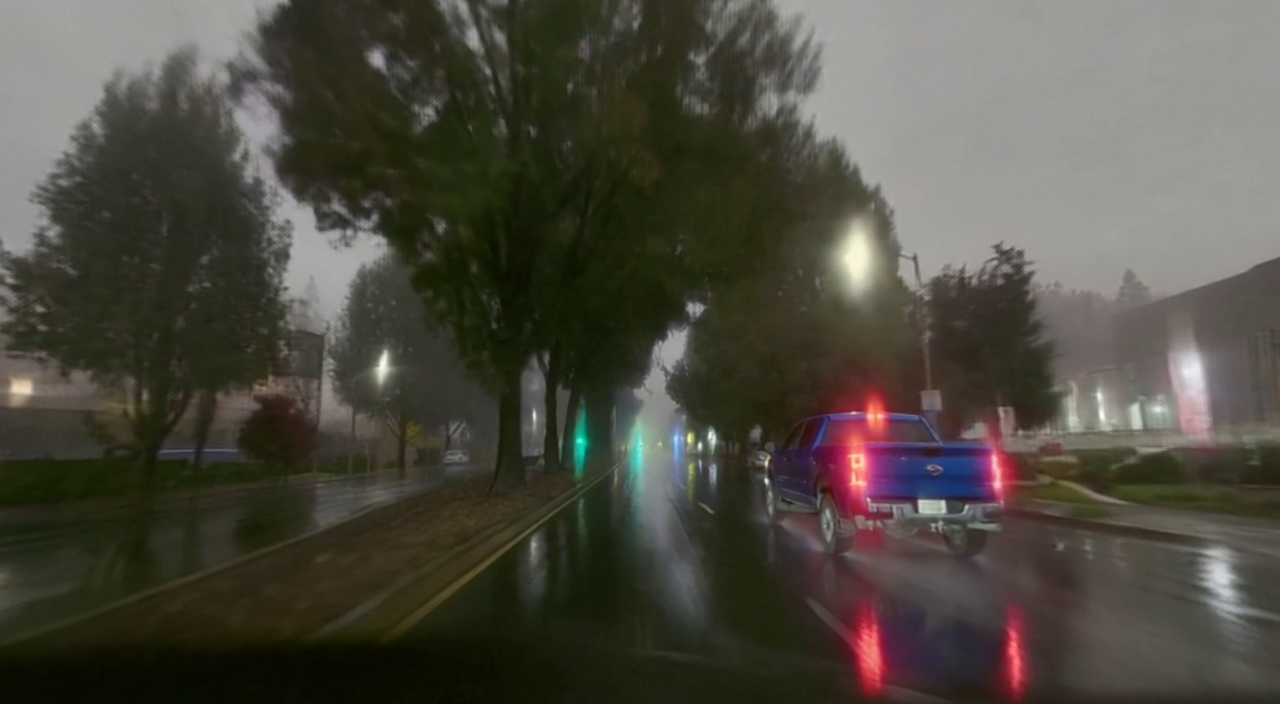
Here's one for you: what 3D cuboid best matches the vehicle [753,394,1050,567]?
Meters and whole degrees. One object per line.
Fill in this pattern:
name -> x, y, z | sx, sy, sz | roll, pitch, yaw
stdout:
vehicle -> 3.280, 1.770, 9.462 | 2.085, 1.828, 5.383 | 0, -8, -1
